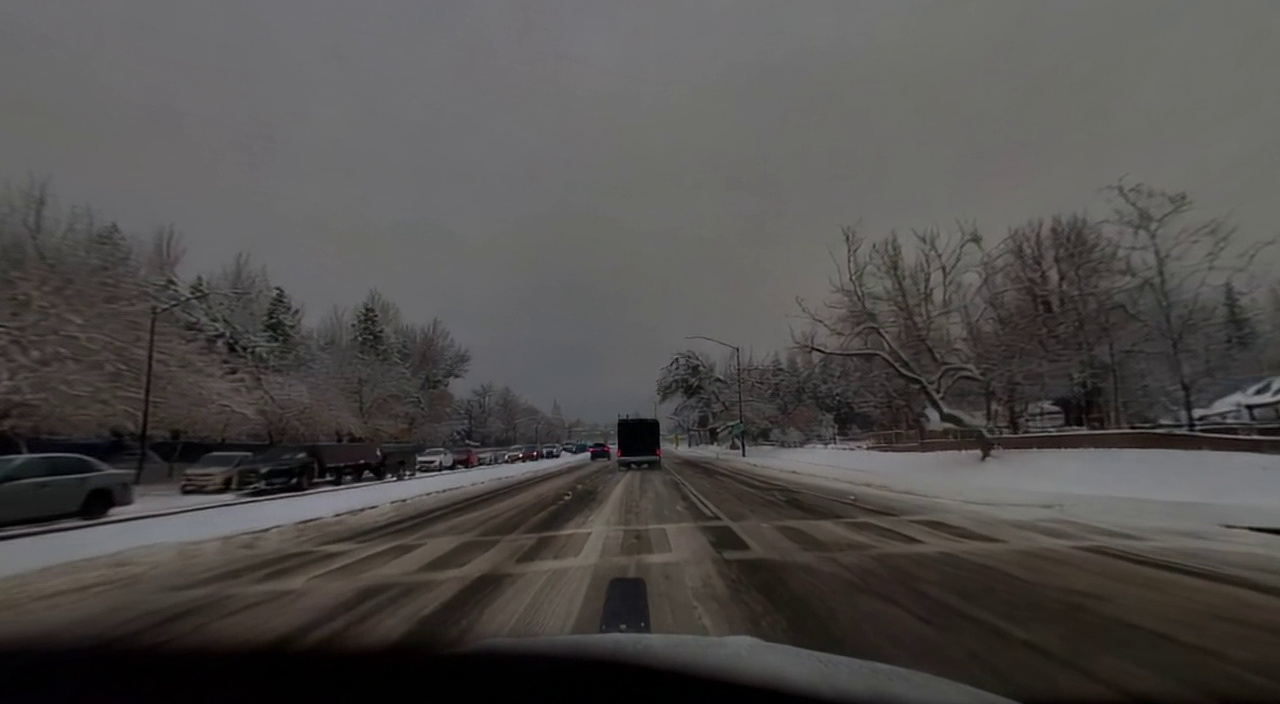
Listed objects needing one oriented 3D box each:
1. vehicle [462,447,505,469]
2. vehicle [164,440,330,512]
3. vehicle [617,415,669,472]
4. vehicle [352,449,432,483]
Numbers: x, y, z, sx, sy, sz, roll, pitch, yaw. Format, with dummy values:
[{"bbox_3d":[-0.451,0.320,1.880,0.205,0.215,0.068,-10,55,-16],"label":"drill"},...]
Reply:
[{"bbox_3d":[-11.448,7.779,46.372,1.884,1.486,4.566,-1,-8,2],"label":"vehicle"},{"bbox_3d":[-12.342,3.849,20.320,2.068,1.747,5.040,-4,-7,1],"label":"vehicle"},{"bbox_3d":[0.082,5.830,40.094,2.843,3.120,10.422,0,-8,-1],"label":"vehicle"},{"bbox_3d":[-11.774,5.401,30.267,1.935,1.467,4.451,-1,-8,2],"label":"vehicle"}]
